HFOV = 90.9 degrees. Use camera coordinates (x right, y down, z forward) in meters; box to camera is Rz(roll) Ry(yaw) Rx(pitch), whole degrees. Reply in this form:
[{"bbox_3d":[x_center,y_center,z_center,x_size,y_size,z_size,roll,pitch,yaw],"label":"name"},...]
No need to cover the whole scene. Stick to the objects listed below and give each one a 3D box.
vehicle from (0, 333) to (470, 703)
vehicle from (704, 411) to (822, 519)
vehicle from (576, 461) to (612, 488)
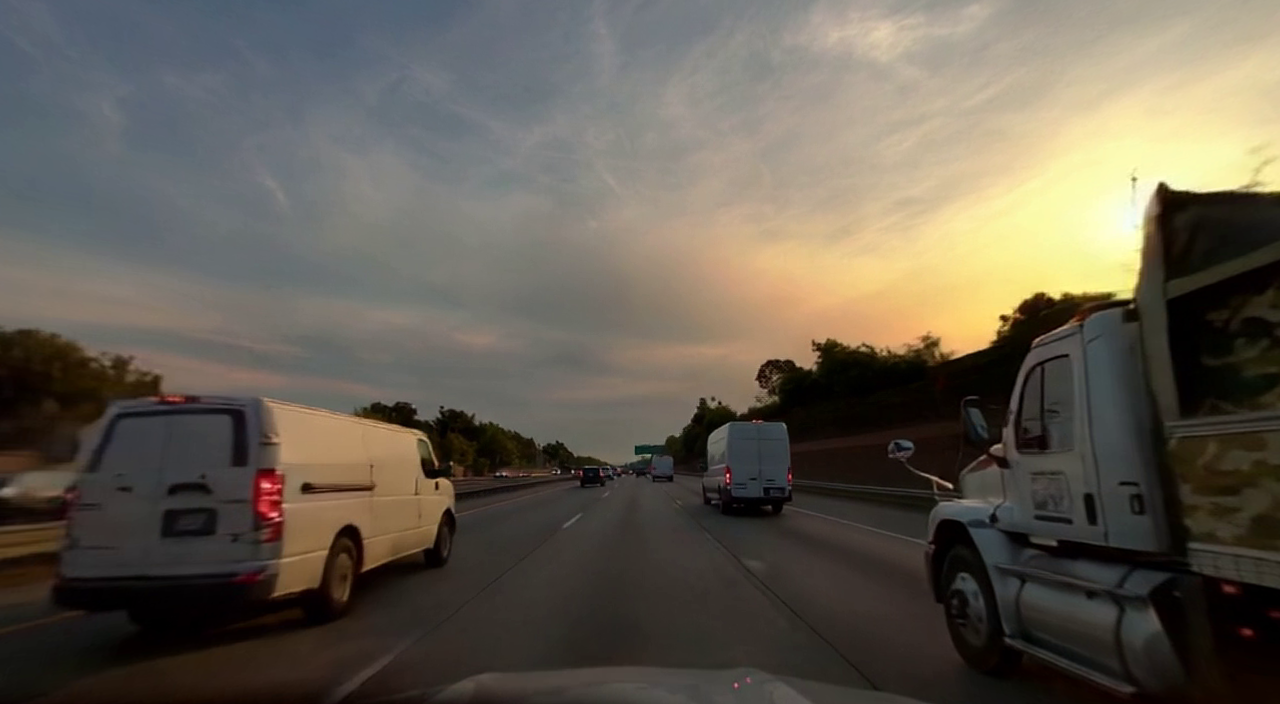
[{"bbox_3d":[-3.400,1.314,5.553,2.378,1.930,5.086,1,-10,0],"label":"vehicle"},{"bbox_3d":[3.747,3.657,20.469,2.703,2.988,5.097,1,-10,-1],"label":"vehicle"},{"bbox_3d":[-3.273,8.921,45.941,2.204,1.852,4.661,1,-10,1],"label":"vehicle"}]
